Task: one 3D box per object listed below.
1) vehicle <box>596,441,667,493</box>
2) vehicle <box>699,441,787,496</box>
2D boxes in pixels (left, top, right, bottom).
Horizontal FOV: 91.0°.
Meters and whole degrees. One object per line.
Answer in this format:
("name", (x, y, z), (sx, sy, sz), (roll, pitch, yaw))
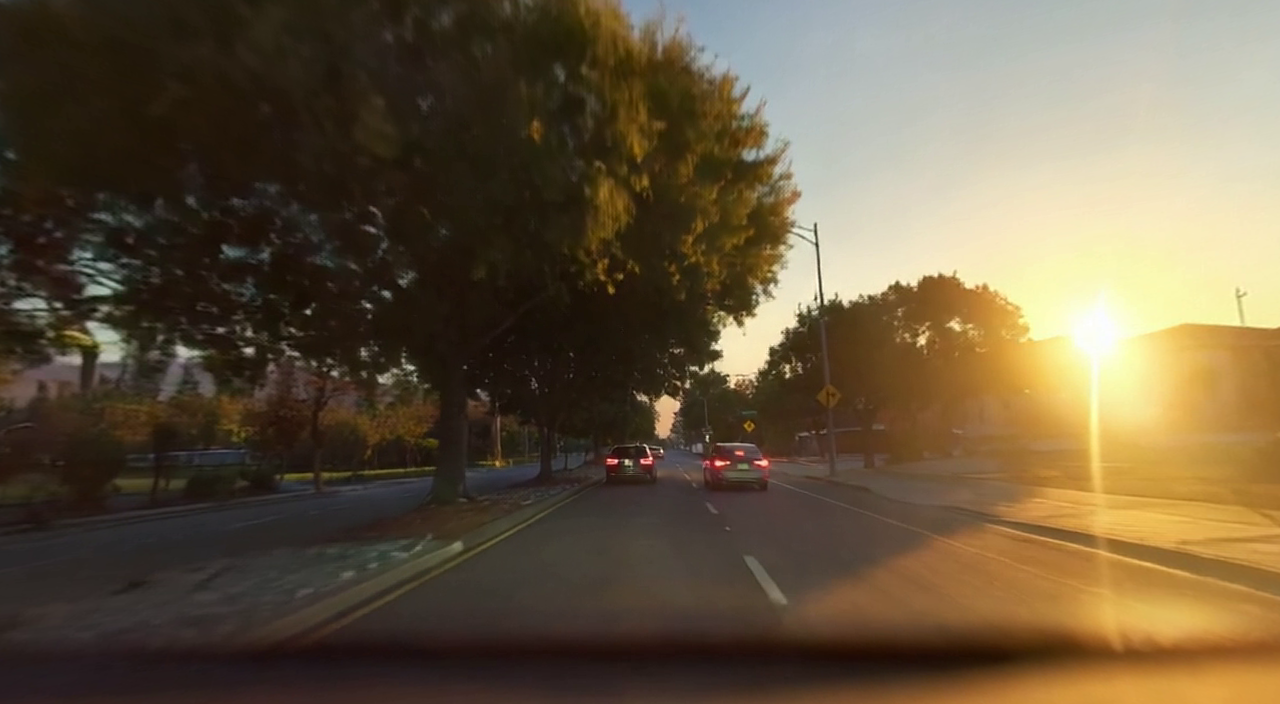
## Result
("vehicle", (-0.158, 3.646, 20.316), (2.030, 1.467, 4.403), (-1, -9, 3))
("vehicle", (2.959, 3.449, 19.010), (2.065, 1.456, 4.099), (0, -9, 1))
